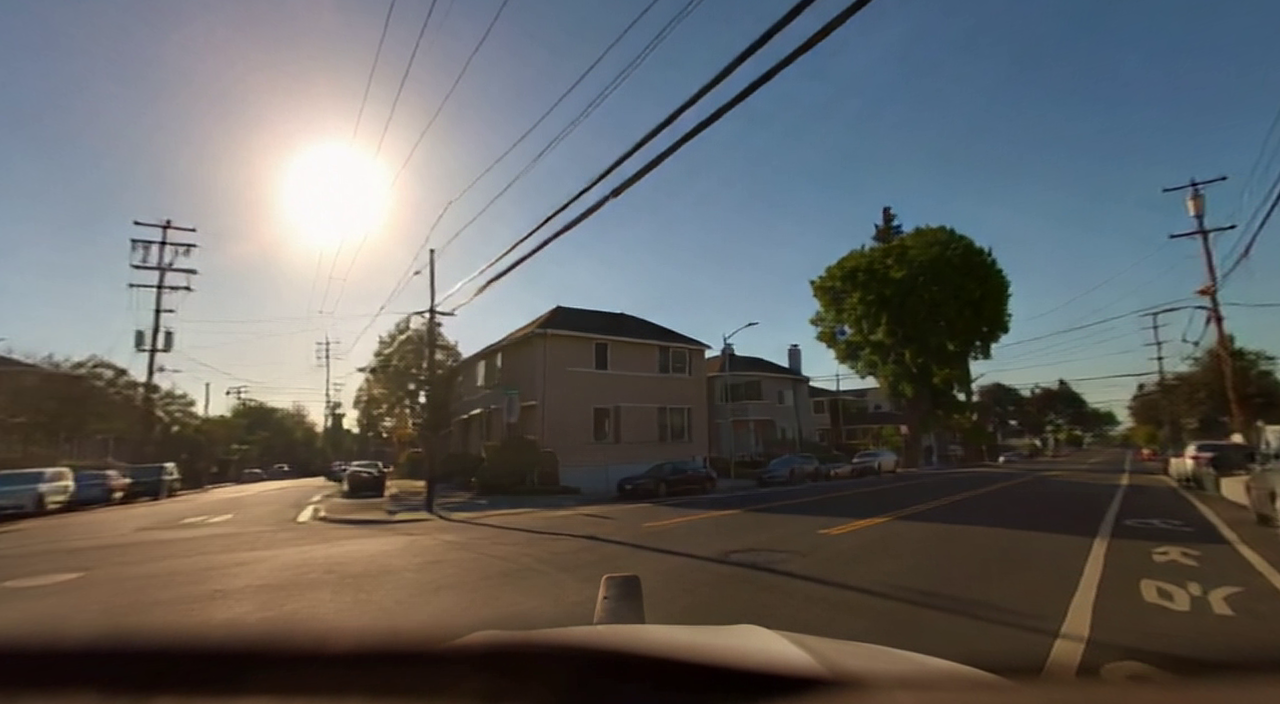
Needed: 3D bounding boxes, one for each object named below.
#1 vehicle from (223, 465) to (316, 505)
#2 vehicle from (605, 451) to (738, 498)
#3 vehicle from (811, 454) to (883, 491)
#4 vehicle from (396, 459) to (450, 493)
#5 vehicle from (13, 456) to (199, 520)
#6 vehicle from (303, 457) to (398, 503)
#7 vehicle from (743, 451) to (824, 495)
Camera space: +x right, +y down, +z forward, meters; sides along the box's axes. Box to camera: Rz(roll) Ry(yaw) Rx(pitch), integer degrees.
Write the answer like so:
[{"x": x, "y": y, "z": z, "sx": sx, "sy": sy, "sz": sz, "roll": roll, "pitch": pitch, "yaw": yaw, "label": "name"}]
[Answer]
[{"x": -20.565, "y": 7.380, "z": 35.402, "sx": 2.287, "sy": 1.830, "sz": 5.343, "roll": 0, "pitch": -8, "yaw": -5, "label": "vehicle"}, {"x": 1.281, "y": 4.584, "z": 23.129, "sx": 2.136, "sy": 1.431, "sz": 5.197, "roll": -12, "pitch": -18, "yaw": 37, "label": "vehicle"}, {"x": 11.985, "y": 6.835, "z": 36.349, "sx": 2.089, "sy": 1.837, "sz": 5.499, "roll": -7, "pitch": -11, "yaw": 38, "label": "vehicle"}, {"x": -12.354, "y": 7.051, "z": 36.220, "sx": 1.989, "sy": 1.683, "sz": 3.918, "roll": 0, "pitch": -8, "yaw": -4, "label": "vehicle"}, {"x": -19.216, "y": 4.860, "z": 23.238, "sx": 2.283, "sy": 1.909, "sz": 5.692, "roll": 1, "pitch": -8, "yaw": -6, "label": "vehicle"}, {"x": -11.408, "y": 5.028, "z": 25.271, "sx": 1.981, "sy": 1.579, "sz": 4.446, "roll": 0, "pitch": -8, "yaw": -4, "label": "vehicle"}, {"x": 6.864, "y": 5.631, "z": 29.878, "sx": 1.937, "sy": 1.837, "sz": 4.414, "roll": -7, "pitch": -11, "yaw": 38, "label": "vehicle"}]
